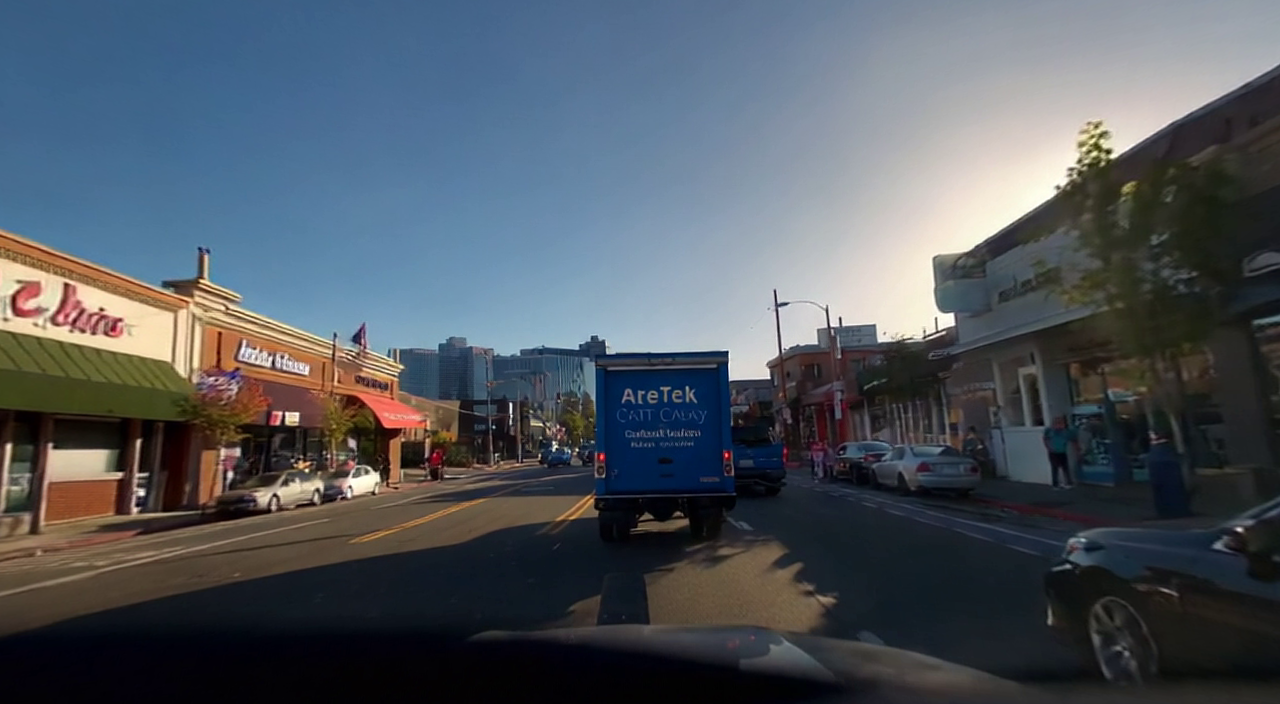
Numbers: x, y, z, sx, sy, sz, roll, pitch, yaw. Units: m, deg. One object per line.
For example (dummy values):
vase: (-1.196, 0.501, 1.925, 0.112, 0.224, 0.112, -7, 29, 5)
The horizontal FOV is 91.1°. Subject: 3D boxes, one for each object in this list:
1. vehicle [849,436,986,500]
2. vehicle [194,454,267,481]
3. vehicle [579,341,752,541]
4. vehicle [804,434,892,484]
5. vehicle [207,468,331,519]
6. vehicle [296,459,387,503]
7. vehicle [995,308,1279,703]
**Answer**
vehicle: (7.596, 3.193, 17.733, 1.951, 1.548, 4.290, 0, -9, 1)
vehicle: (-27.001, 7.605, 41.595, 2.050, 1.675, 4.358, 1, -9, -3)
vehicle: (0.254, 1.746, 12.414, 2.517, 2.926, 6.177, 0, -9, -2)
vehicle: (7.655, 3.986, 23.578, 1.946, 1.680, 4.270, 0, -9, 1)
vehicle: (-13.426, 5.124, 23.087, 1.901, 1.508, 4.405, 0, -9, 0)
vehicle: (-13.307, 5.741, 28.299, 1.943, 1.682, 4.365, 0, -9, 0)
vehicle: (3.427, 0.672, 1.915, 2.104, 1.786, 4.498, 0, -9, 1)
